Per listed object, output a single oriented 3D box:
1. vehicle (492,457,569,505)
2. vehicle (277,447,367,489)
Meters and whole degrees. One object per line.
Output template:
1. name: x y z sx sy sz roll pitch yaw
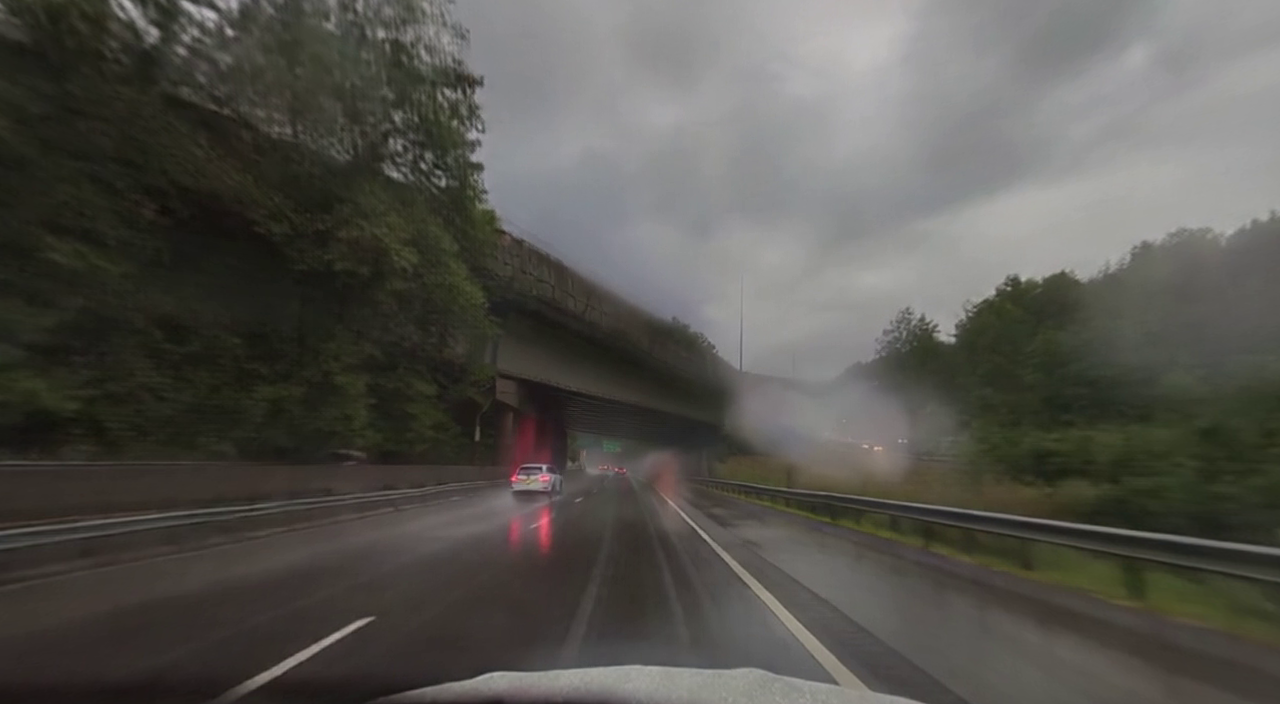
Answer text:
1. vehicle: -4.363 5.307 26.133 2.286 1.757 5.057 1 -11 0
2. vehicle: -14.343 5.285 28.710 1.860 1.730 4.322 1 -11 -1
